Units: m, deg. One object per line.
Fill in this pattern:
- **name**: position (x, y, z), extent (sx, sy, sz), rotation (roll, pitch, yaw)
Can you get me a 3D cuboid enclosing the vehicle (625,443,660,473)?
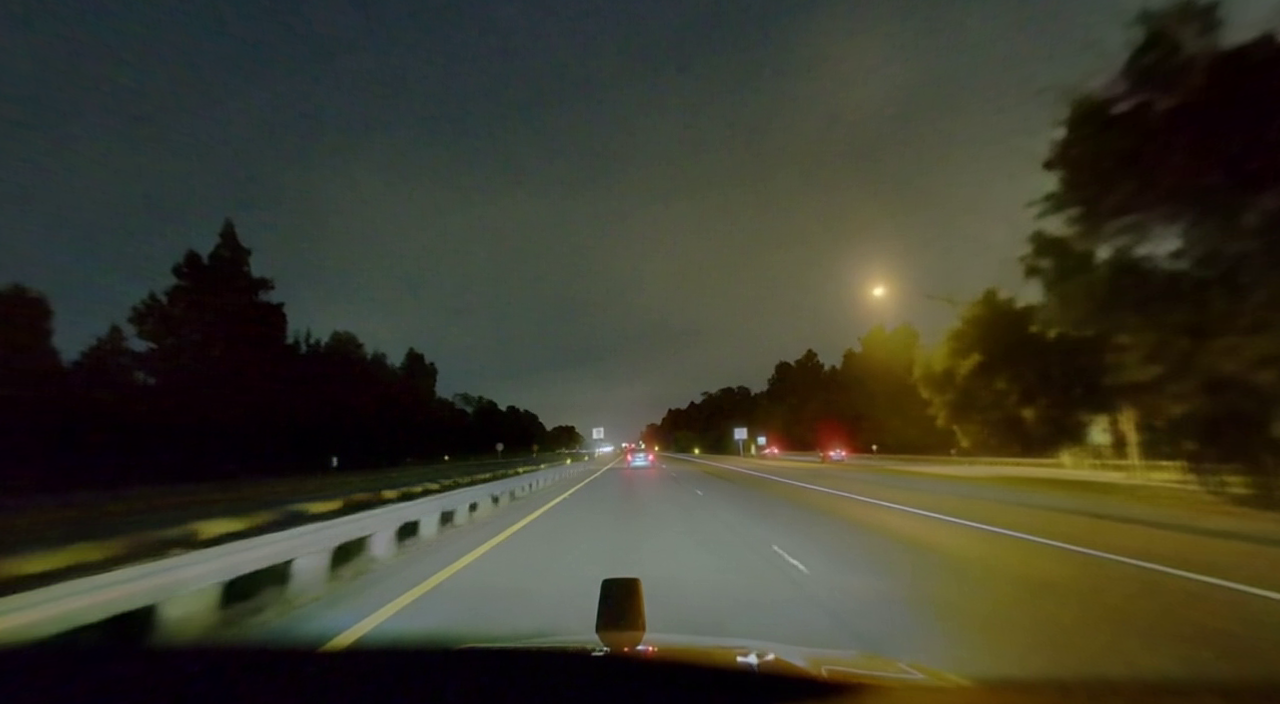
- **vehicle**: position (0.133, 6.344, 37.884), extent (1.987, 1.658, 3.620), rotation (0, -9, 0)
